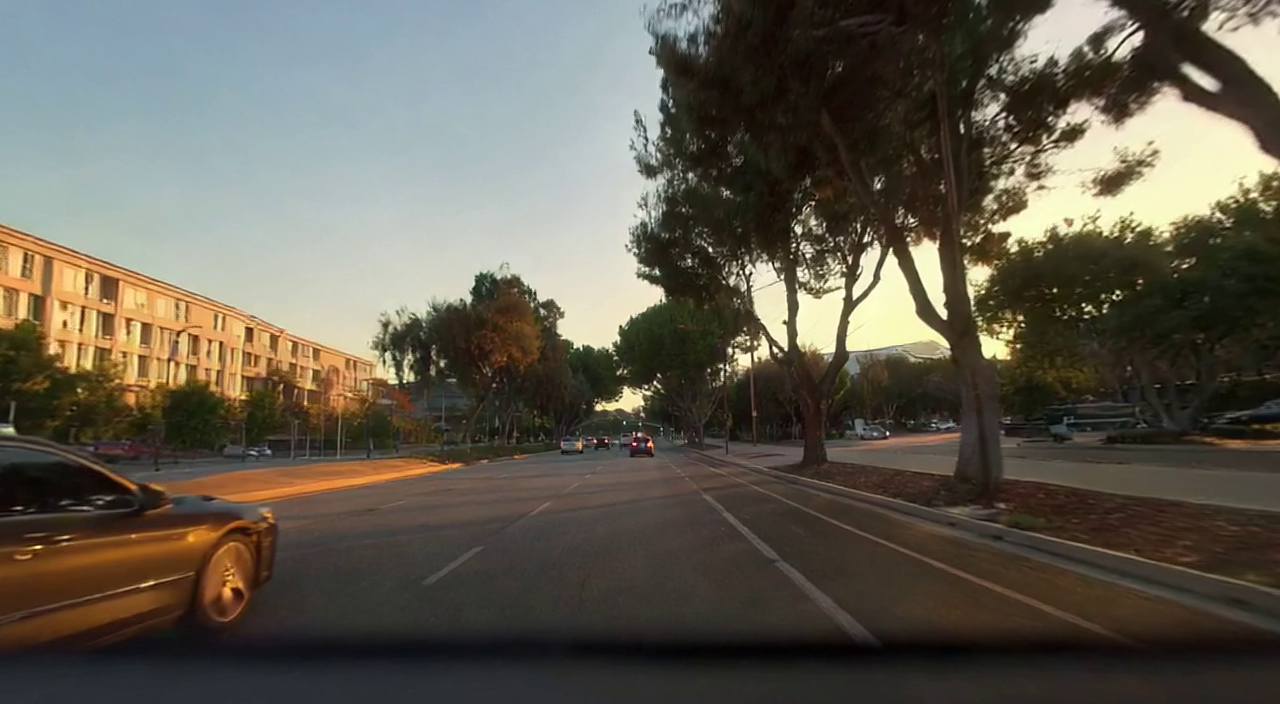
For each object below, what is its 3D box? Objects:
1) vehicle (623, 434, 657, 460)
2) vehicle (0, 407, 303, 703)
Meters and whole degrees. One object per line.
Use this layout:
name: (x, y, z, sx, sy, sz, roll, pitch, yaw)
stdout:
vehicle: (-0.010, 6.438, 42.914, 2.199, 1.652, 4.101, 0, -8, 0)
vehicle: (-3.767, 0.971, 2.673, 1.942, 1.462, 4.905, 0, -8, 0)
